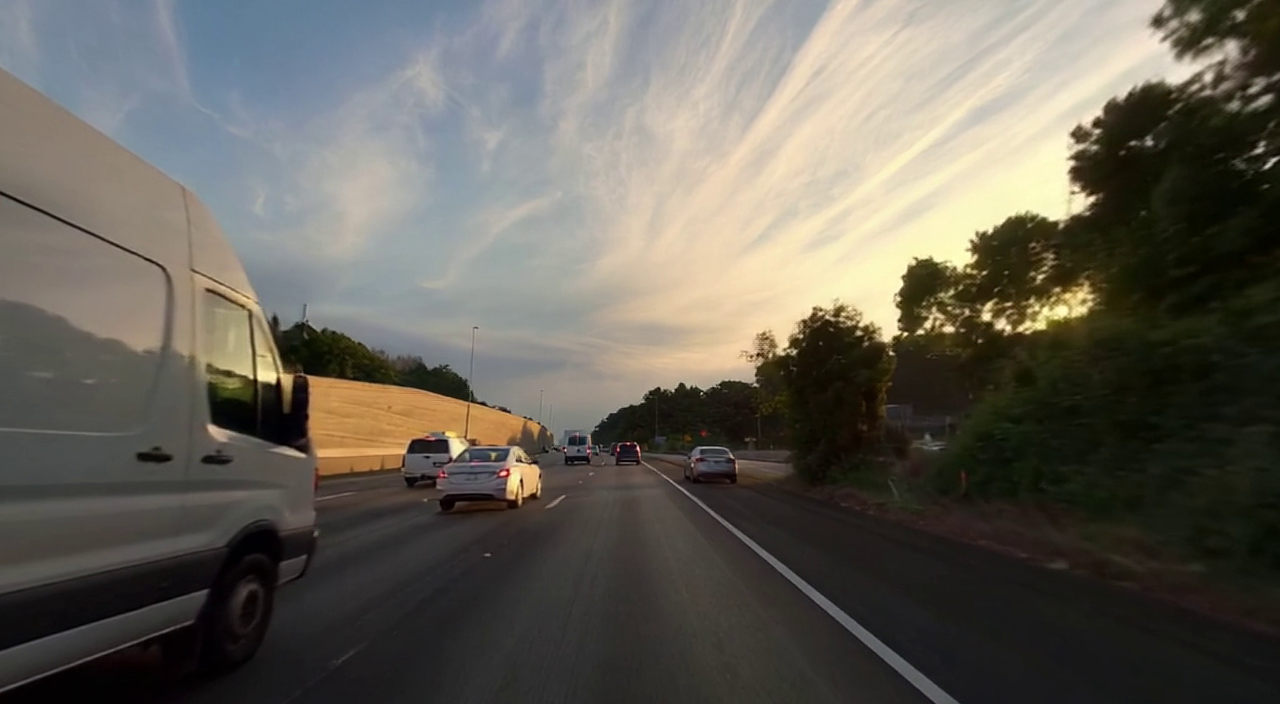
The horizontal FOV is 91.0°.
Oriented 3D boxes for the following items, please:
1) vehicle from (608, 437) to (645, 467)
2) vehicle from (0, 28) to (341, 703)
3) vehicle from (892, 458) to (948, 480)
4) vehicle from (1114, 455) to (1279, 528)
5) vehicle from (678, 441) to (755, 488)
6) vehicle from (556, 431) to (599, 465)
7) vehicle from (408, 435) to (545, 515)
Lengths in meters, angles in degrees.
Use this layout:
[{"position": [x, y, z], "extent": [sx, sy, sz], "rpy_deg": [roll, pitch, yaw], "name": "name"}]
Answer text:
[{"position": [-0.865, 6.437, 40.453], "extent": [2.207, 1.807, 4.199], "rpy_deg": [0, -9, -1], "name": "vehicle"}, {"position": [-3.116, 0.162, 0.889], "extent": [2.383, 2.543, 5.904], "rpy_deg": [0, -9, 1], "name": "vehicle"}, {"position": [20.259, 8.482, 45.803], "extent": [1.896, 1.474, 4.502], "rpy_deg": [0, -9, -2], "name": "vehicle"}, {"position": [14.164, 3.265, 15.258], "extent": [1.846, 1.471, 4.423], "rpy_deg": [1, -9, -1], "name": "vehicle"}, {"position": [2.654, 4.047, 22.996], "extent": [2.127, 1.513, 4.501], "rpy_deg": [0, -9, -2], "name": "vehicle"}, {"position": [-4.340, 6.798, 44.578], "extent": [2.504, 2.276, 5.933], "rpy_deg": [0, -9, -1], "name": "vehicle"}, {"position": [-3.470, 2.694, 14.258], "extent": [1.963, 1.507, 4.172], "rpy_deg": [0, -9, 0], "name": "vehicle"}]
